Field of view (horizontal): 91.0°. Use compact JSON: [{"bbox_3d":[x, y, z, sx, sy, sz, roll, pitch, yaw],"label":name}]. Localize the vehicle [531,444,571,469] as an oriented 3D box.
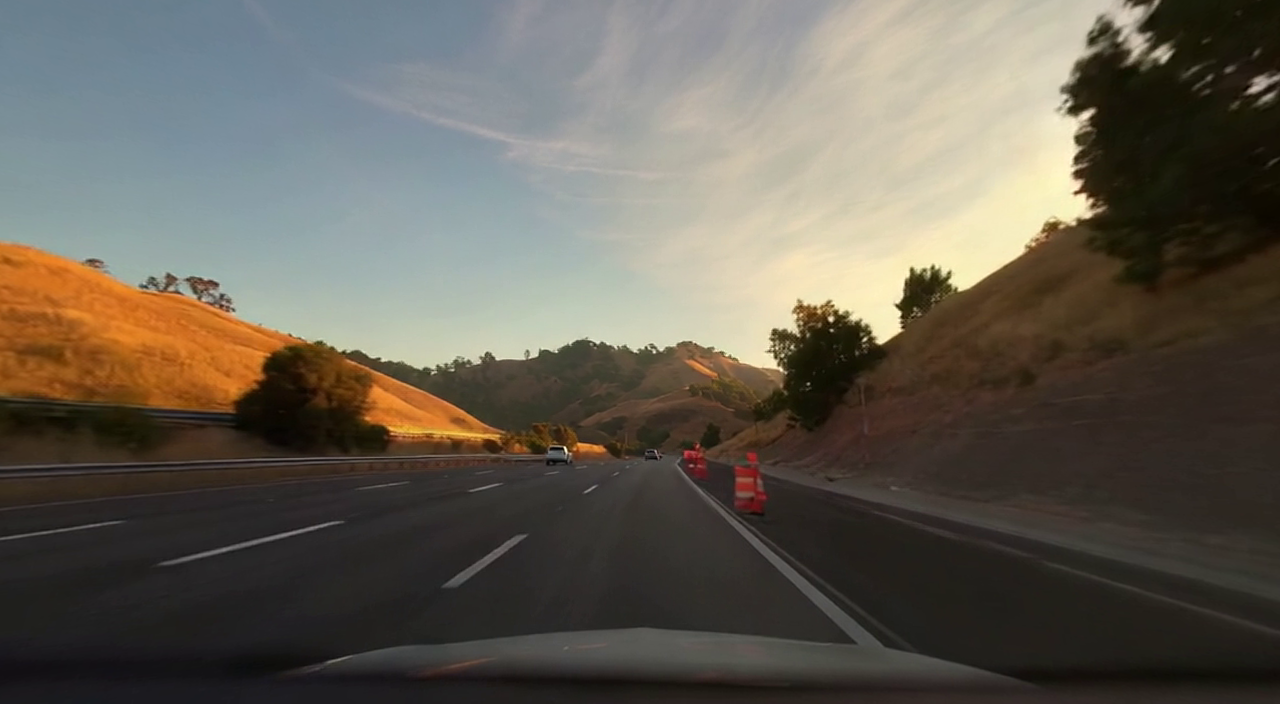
[{"bbox_3d":[-5.992,7.122,43.020,2.042,1.585,4.162,0,-9,1],"label":"vehicle"}]
